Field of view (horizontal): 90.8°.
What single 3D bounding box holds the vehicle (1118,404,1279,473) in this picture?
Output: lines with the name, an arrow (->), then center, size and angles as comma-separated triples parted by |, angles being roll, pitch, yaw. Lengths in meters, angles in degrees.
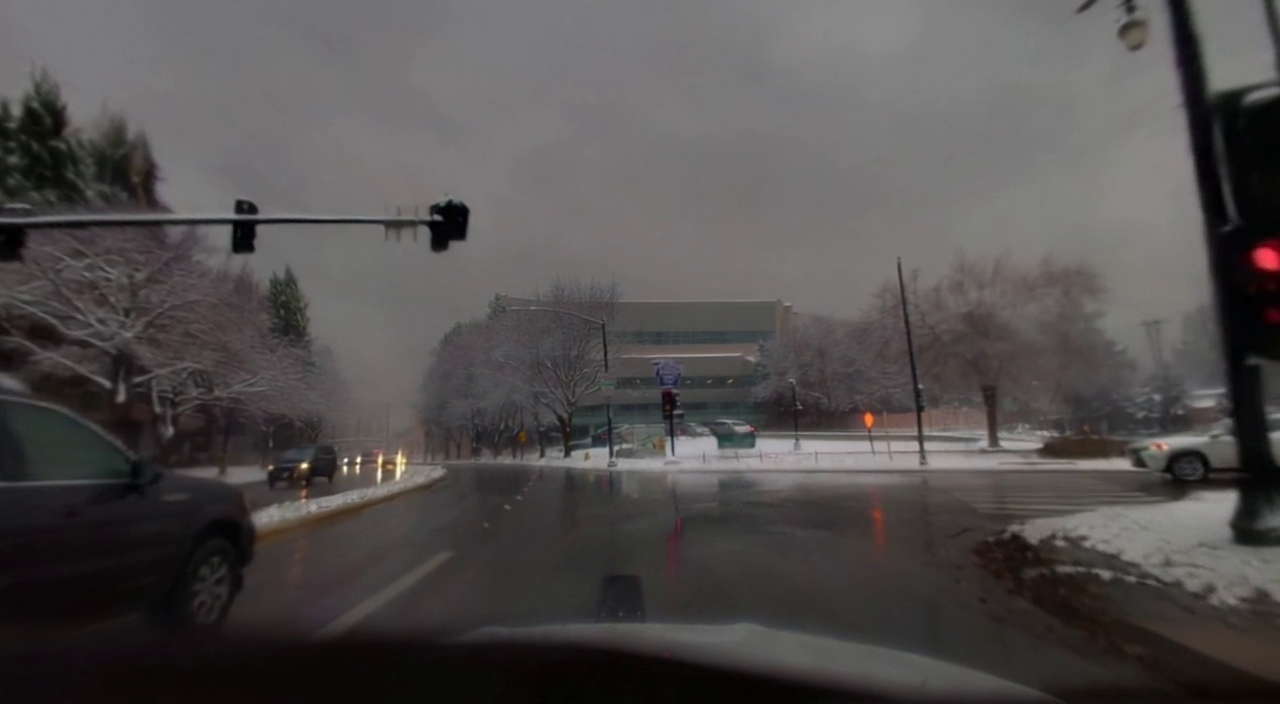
vehicle -> 16.968, 2.481, 17.957 | 4.857, 1.803, 2.147 | -4, -10, 24

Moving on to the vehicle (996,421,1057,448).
vehicle -> 30.161, 6.440, 49.284 | 4.075, 1.687, 1.978 | -1, -9, -28

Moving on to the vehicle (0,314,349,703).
vehicle -> -3.574, 0.813, 2.806 | 2.134, 1.799, 5.082 | 0, -9, 0

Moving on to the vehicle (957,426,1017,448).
vehicle -> 25.813, 6.329, 46.984 | 3.966, 1.585, 1.921 | 4, -10, -26
